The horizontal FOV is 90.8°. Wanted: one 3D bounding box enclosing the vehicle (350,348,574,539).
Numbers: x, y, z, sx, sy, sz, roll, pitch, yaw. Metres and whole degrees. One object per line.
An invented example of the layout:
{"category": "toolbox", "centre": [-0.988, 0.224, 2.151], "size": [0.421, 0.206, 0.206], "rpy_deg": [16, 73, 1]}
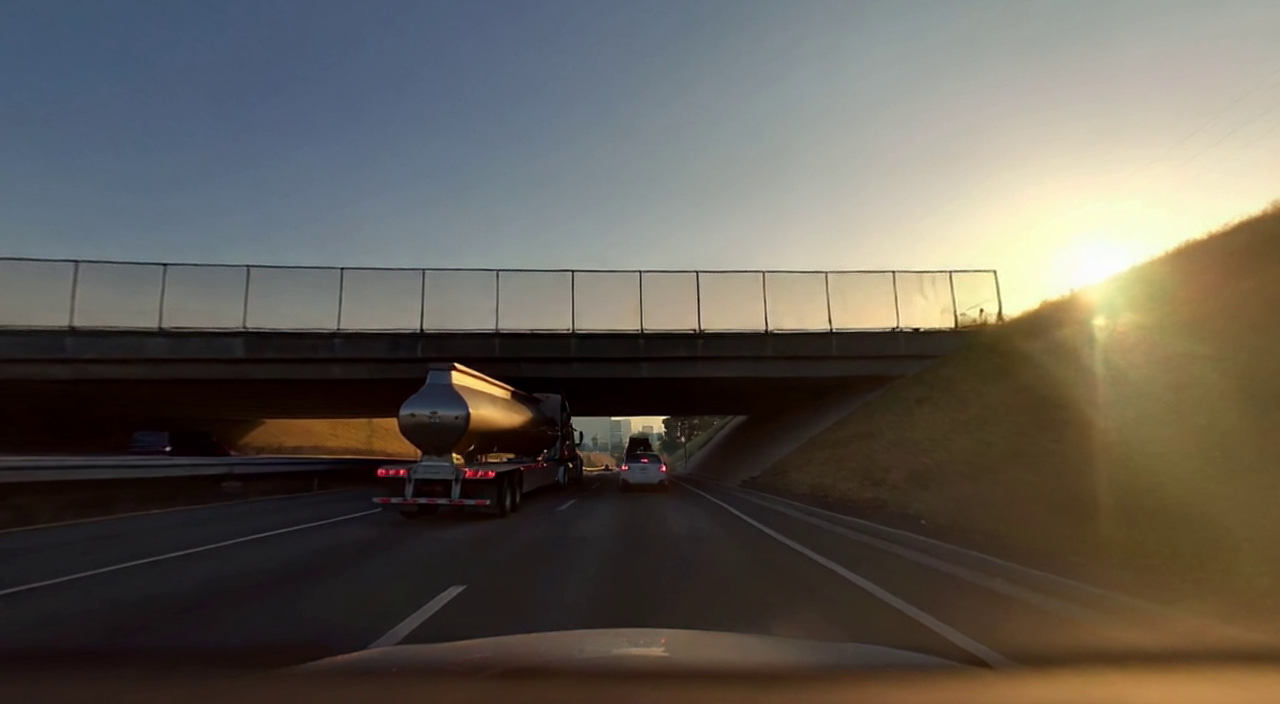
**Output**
{"category": "vehicle", "centre": [-4.073, 2.777, 19.178], "size": [2.896, 3.563, 14.643], "rpy_deg": [0, -9, -1]}

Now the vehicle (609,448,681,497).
{"category": "vehicle", "centre": [0.113, 4.016, 21.544], "size": [2.215, 1.481, 4.246], "rpy_deg": [0, -9, -1]}
